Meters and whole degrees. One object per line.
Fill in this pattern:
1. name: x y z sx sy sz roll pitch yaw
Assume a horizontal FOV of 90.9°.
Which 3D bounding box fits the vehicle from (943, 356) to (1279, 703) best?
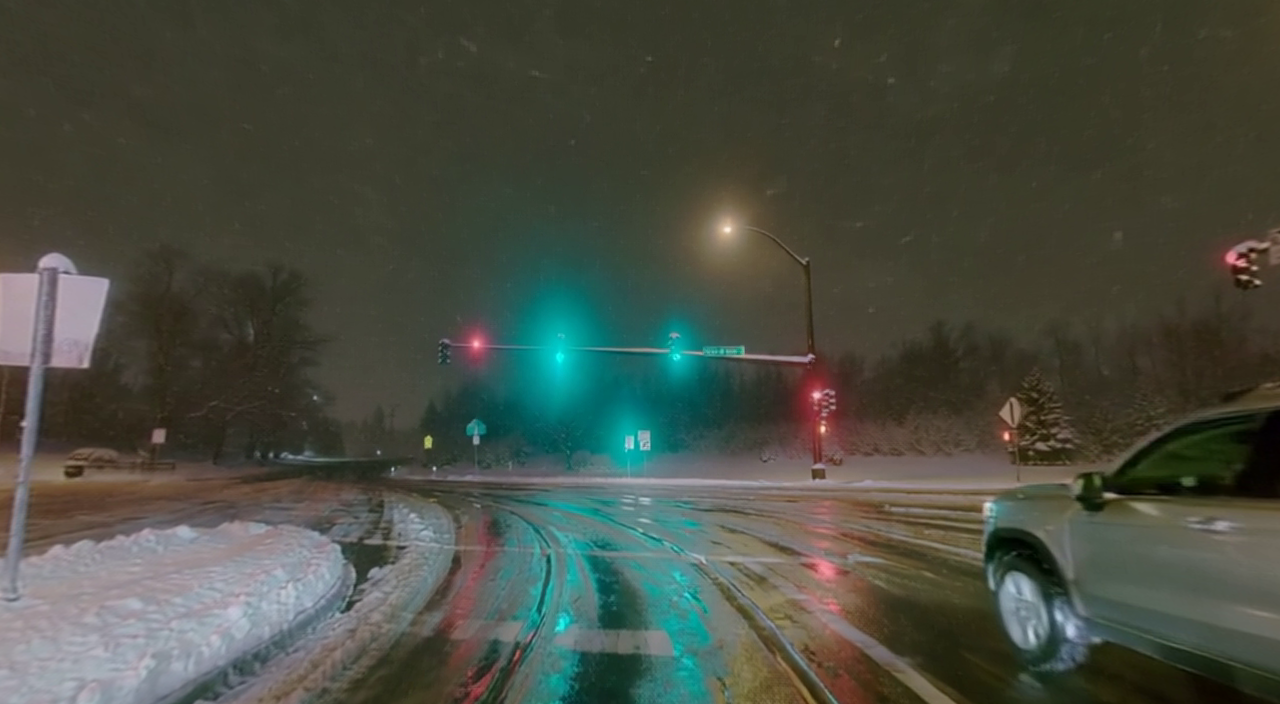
1. vehicle: 3.138 0.888 2.439 1.938 1.648 4.211 -1 -8 2
